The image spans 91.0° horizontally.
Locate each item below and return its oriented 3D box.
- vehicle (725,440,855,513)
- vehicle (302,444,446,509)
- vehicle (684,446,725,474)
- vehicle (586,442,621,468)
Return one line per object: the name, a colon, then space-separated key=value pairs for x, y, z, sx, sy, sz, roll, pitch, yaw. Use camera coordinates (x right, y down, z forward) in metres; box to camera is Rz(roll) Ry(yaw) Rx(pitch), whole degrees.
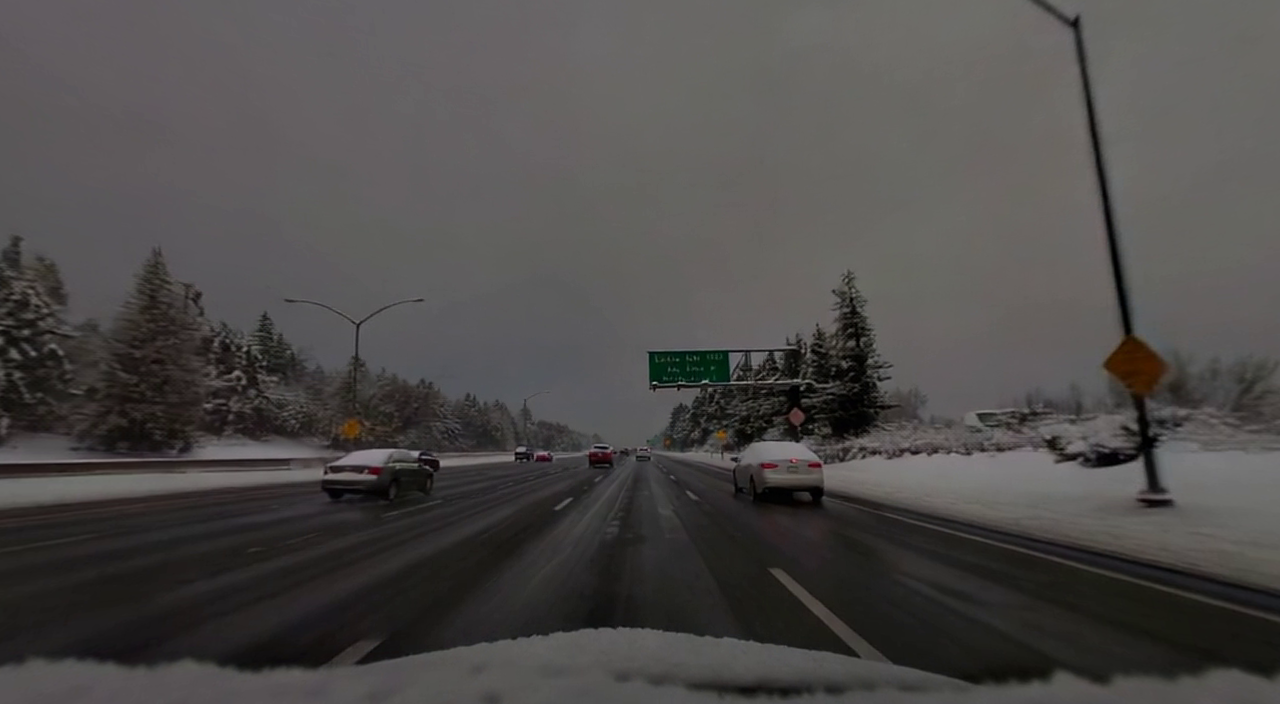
vehicle: x=3.508 y=2.997 z=15.737 sx=2.126 sy=1.529 sz=4.438 roll=0 pitch=-9 yaw=0
vehicle: x=-7.118 y=3.353 z=17.488 sx=1.977 sy=1.529 sz=4.616 roll=0 pitch=-9 yaw=0
vehicle: x=3.752 y=6.319 z=37.122 sx=1.929 sy=1.485 sz=4.482 roll=0 pitch=-9 yaw=0
vehicle: x=-2.788 y=8.048 z=49.344 sx=2.449 sy=1.929 sz=5.503 roll=0 pitch=-9 yaw=0
